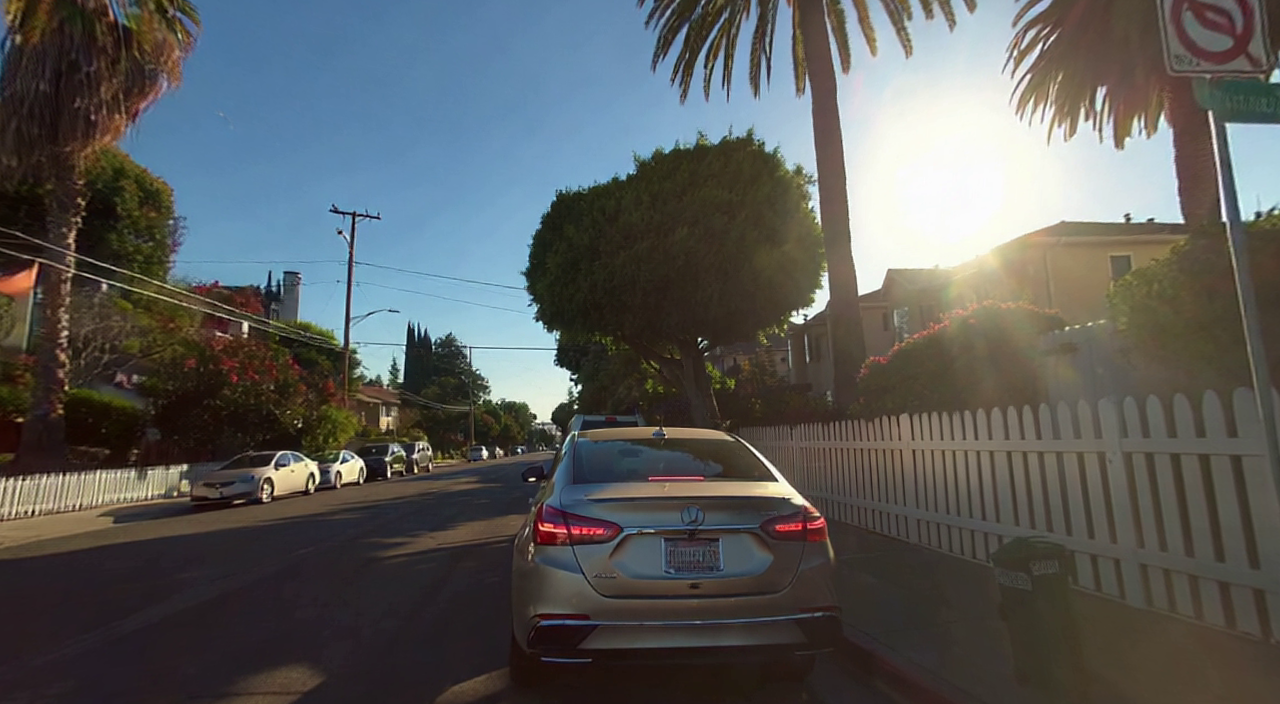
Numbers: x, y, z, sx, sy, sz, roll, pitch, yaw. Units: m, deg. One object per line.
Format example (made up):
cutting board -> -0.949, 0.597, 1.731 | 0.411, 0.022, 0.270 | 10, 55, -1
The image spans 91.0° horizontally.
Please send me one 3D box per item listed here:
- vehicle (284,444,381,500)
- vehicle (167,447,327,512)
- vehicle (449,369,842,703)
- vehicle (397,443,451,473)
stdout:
vehicle -> -12.158, 4.709, 25.267 | 2.048, 1.485, 4.757 | -4, -4, -7
vehicle -> -11.393, 3.659, 18.793 | 2.017, 1.627, 5.039 | 1, -8, -7
vehicle -> -0.128, 1.213, 4.997 | 1.894, 1.695, 3.795 | 1, -8, -5
vehicle -> -13.173, 6.463, 38.706 | 2.060, 1.689, 4.999 | 1, -8, -7
